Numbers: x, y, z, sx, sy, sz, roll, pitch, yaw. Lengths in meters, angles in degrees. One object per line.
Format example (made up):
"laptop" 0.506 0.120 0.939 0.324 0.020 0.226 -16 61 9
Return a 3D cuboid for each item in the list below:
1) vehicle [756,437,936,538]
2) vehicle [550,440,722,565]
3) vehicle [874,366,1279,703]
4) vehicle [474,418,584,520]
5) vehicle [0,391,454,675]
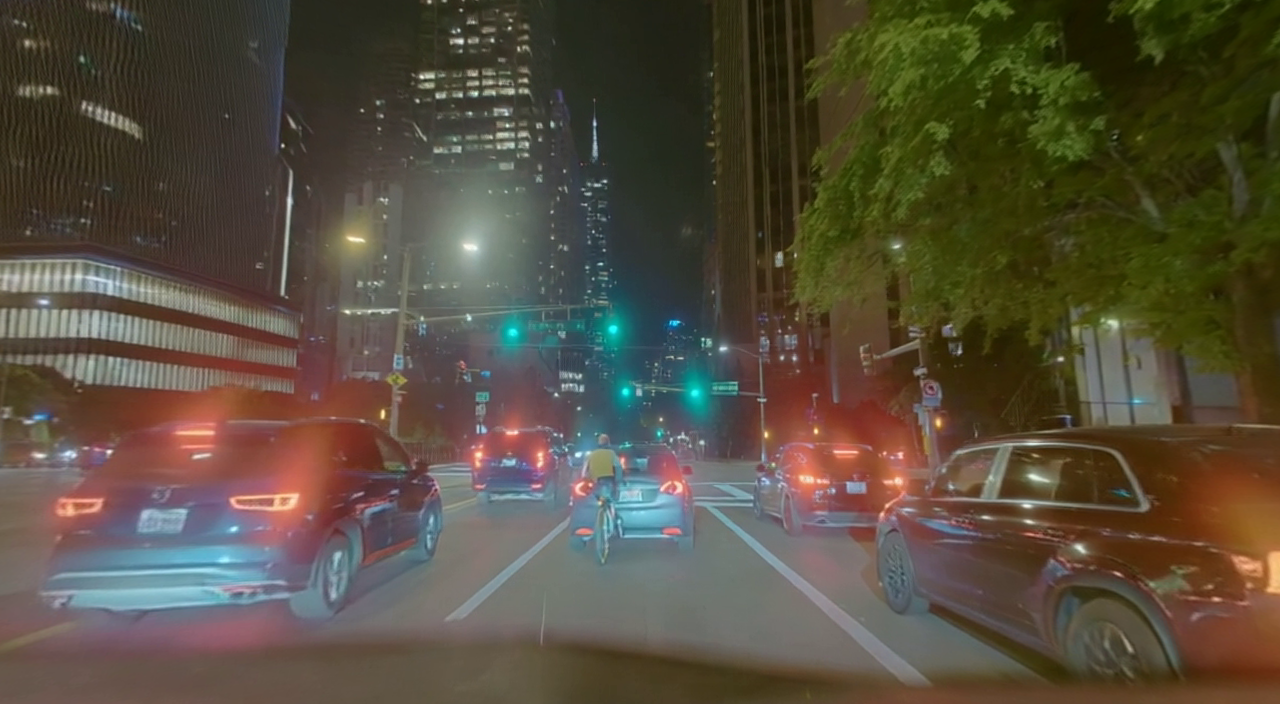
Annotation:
"vehicle" 3.586 2.426 12.019 1.973 1.537 4.533 0 -8 1
"vehicle" -0.042 2.059 9.404 2.031 1.461 3.763 0 -8 0
"vehicle" 3.352 1.121 3.920 2.179 1.631 4.173 0 -8 0
"vehicle" -2.418 2.641 14.721 1.683 2.039 3.703 -1 -8 3
"vehicle" -3.461 1.444 6.196 2.046 1.744 4.407 0 -8 -2
